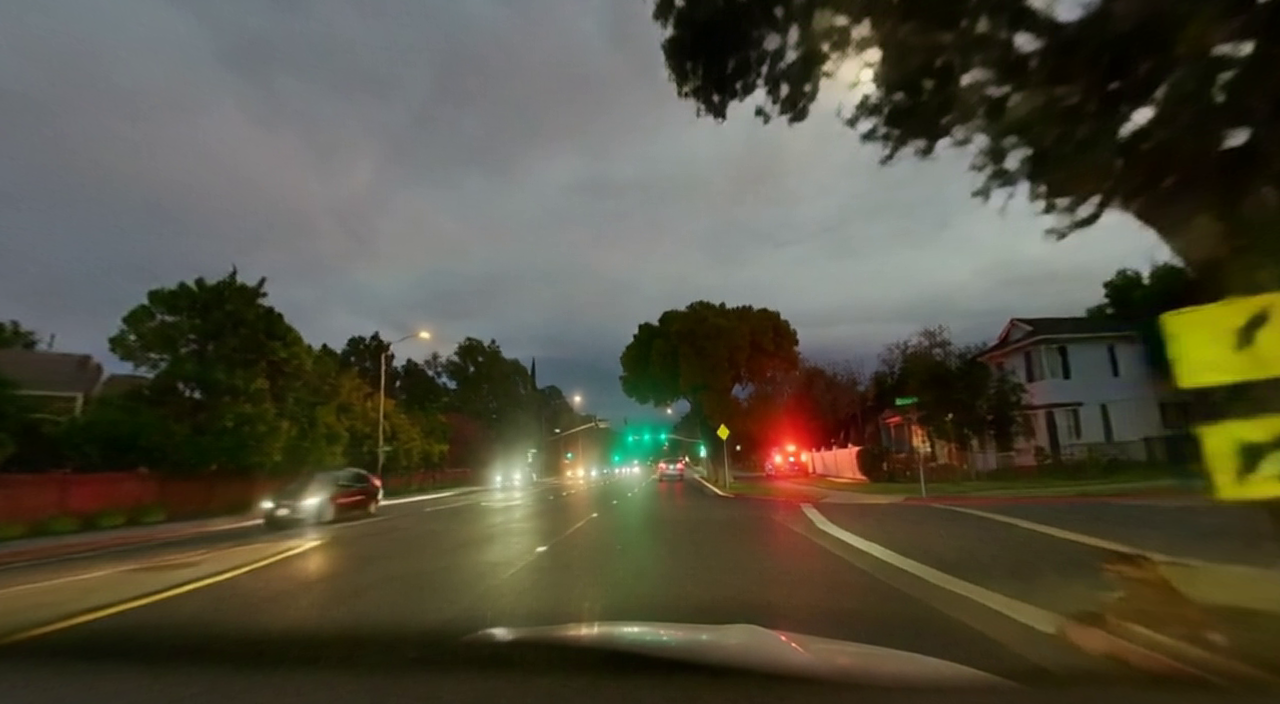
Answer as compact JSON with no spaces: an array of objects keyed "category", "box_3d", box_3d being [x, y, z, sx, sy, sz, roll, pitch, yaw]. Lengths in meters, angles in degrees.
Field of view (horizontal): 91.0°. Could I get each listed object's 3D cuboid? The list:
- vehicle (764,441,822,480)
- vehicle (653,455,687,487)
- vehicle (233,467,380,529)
[{"category":"vehicle","box_3d":[9.959,7.184,41.550,2.531,2.263,6.802,0,-10,4]},{"category":"vehicle","box_3d":[1.972,7.621,40.421,2.059,1.908,4.714,0,-10,4]},{"category":"vehicle","box_3d":[-10.760,4.715,20.810,2.014,1.734,4.482,0,-10,6]}]
